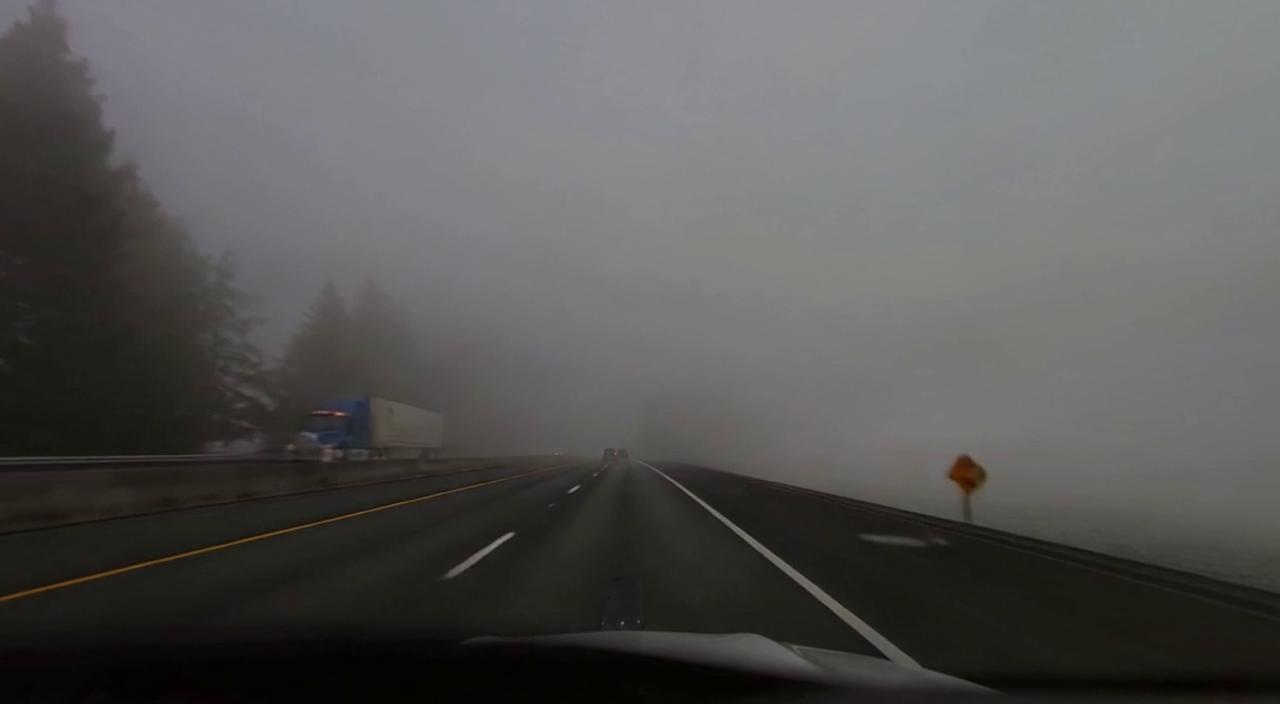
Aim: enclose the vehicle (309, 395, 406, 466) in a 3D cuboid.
[{"bbox_3d":[-17.005,4.910,38.525,2.992,3.936,6.525,0,-9,-2],"label":"vehicle"}]
